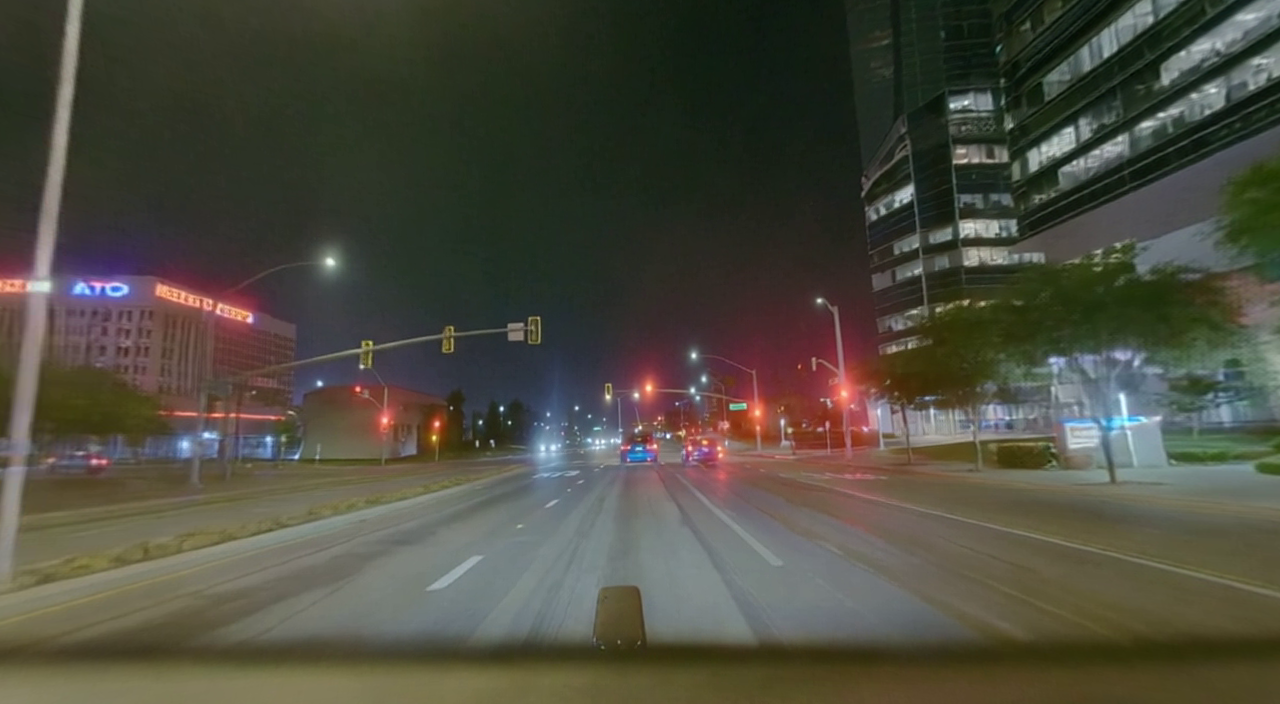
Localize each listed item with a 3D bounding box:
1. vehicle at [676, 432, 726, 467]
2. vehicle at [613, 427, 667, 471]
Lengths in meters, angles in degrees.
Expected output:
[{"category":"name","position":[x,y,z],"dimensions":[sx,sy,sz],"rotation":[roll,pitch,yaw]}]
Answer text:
[{"category":"vehicle","position":[3.222,5.228,34.074],"dimensions":[2.107,1.736,4.228],"rotation":[0,-8,-2]},{"category":"vehicle","position":[-0.098,4.714,30.845],"dimensions":[2.413,1.939,4.716],"rotation":[0,-8,-2]}]
